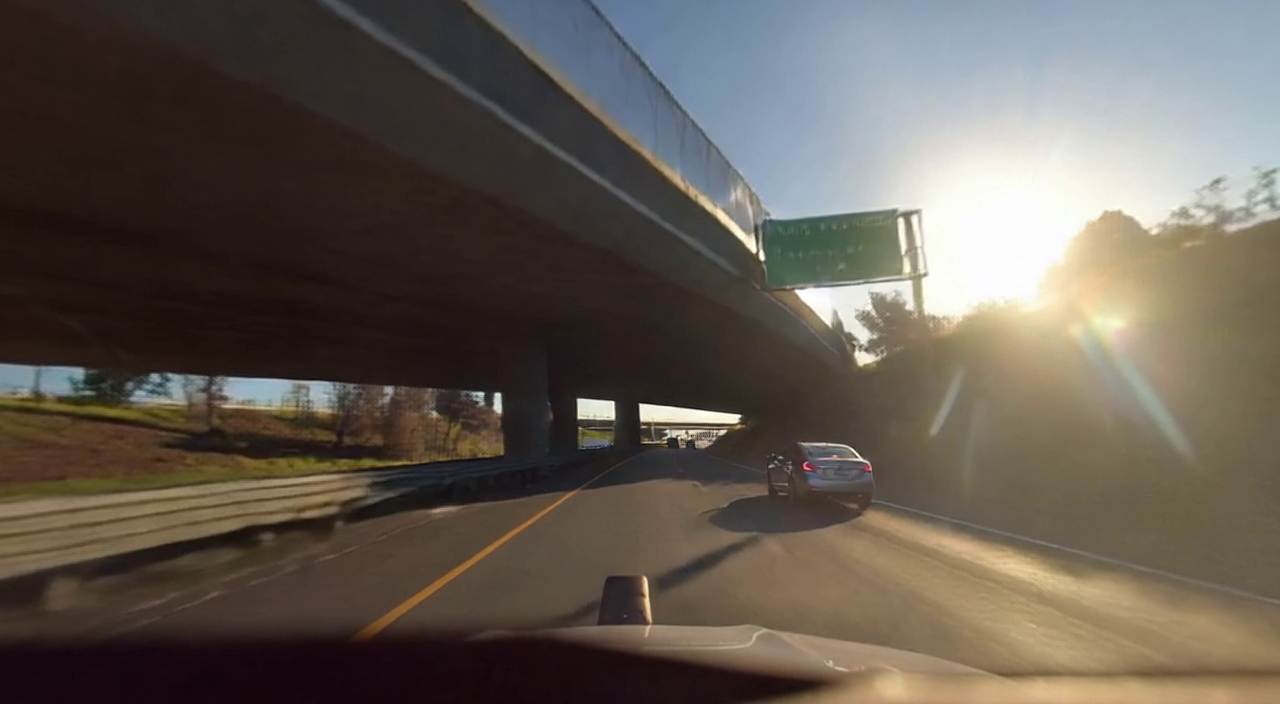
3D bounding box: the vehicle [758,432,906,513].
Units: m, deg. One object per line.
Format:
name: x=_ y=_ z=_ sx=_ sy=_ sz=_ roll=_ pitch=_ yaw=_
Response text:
vehicle: x=4.052 y=2.609 z=14.109 sx=1.997 sy=1.515 sz=4.025 roll=0 pitch=-9 yaw=0
